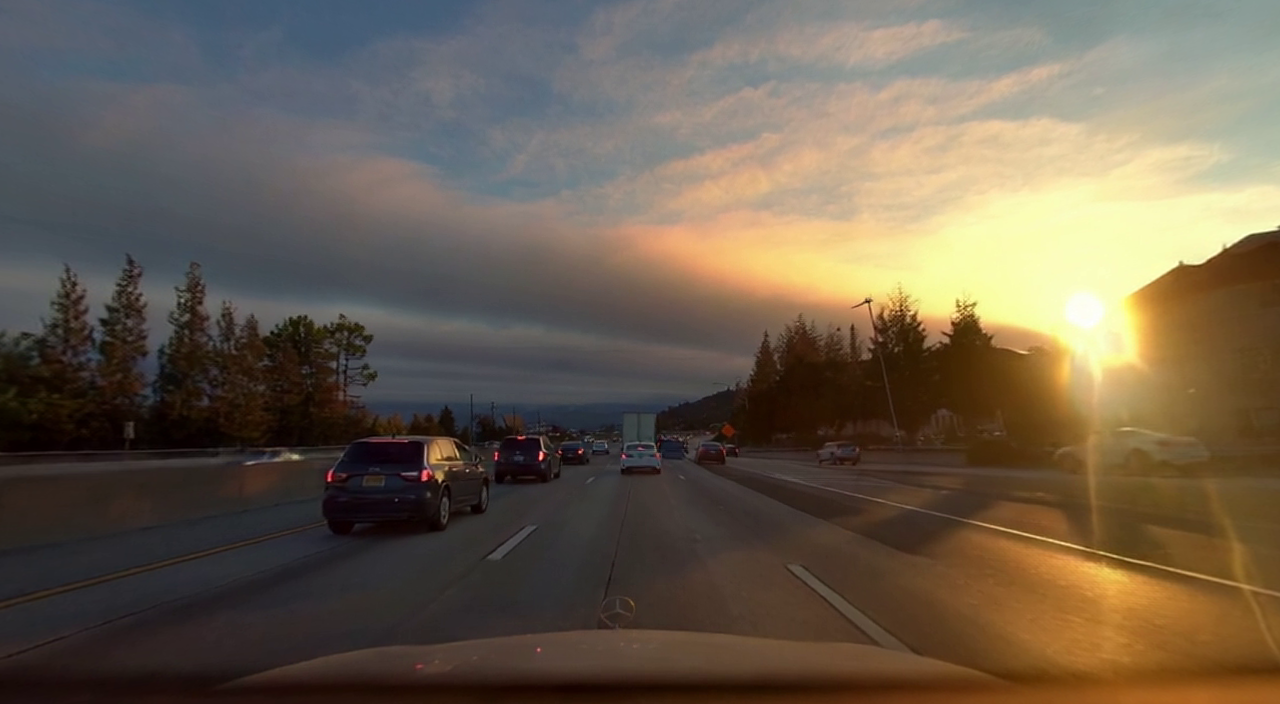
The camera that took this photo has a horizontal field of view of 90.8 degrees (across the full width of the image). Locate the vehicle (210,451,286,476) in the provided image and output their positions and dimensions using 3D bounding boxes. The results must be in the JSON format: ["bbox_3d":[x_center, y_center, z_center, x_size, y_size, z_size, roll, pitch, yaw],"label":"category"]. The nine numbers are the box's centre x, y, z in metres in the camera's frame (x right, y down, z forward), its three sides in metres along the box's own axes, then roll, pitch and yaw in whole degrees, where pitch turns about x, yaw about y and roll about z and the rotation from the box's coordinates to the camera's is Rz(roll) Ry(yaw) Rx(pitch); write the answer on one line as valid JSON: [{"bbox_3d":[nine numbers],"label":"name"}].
[{"bbox_3d":[-25.149,7.149,40.736,1.873,1.483,4.451,-1,-9,4],"label":"vehicle"}]

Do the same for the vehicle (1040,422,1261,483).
[{"bbox_3d":[14.095,2.836,17.949,1.905,1.490,4.826,1,-9,-6],"label":"vehicle"}]

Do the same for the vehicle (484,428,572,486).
[{"bbox_3d":[-4.119,4.004,24.261,2.301,1.944,5.482,0,-9,1],"label":"vehicle"}]

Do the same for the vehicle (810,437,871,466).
[{"bbox_3d":[12.328,6.126,39.107,2.048,1.674,4.106,1,-9,-6],"label":"vehicle"}]

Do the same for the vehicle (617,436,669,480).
[{"bbox_3d":[0.113,4.514,27.091,2.063,1.703,4.203,0,-9,0],"label":"vehicle"}]

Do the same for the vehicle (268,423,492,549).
[{"bbox_3d":[-3.956,2.105,10.523,1.988,1.668,4.021,0,-9,0],"label":"vehicle"}]

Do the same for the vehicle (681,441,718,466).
[{"bbox_3d":[3.934,6.797,42.506,2.027,1.554,4.252,0,-9,-1],"label":"vehicle"}]
